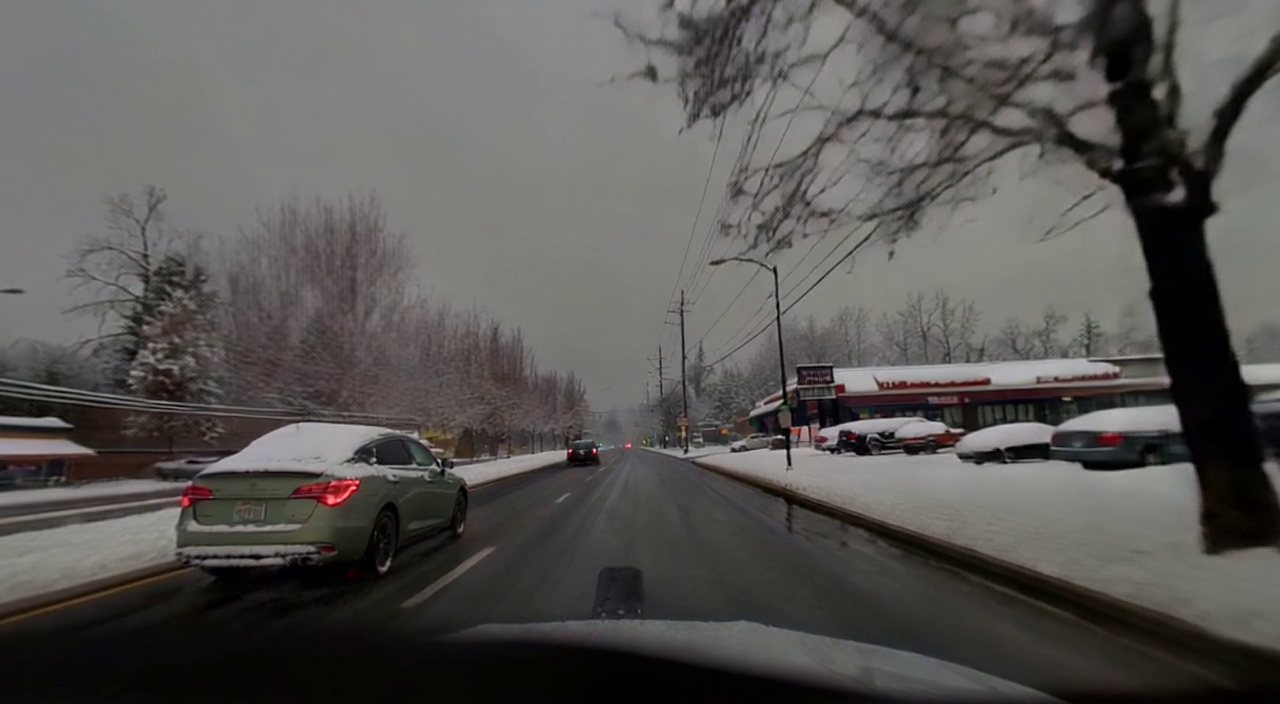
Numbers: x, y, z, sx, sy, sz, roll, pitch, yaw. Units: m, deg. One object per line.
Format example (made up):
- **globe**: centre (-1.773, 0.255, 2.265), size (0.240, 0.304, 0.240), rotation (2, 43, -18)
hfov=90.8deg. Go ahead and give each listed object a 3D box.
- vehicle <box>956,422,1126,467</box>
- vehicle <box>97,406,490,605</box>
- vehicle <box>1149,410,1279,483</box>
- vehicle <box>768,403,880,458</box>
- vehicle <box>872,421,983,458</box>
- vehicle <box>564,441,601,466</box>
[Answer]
- **vehicle**: centre (13.452, 3.136, 21.388), size (4.470, 1.427, 1.872), rotation (0, -9, -2)
- **vehicle**: centre (-3.466, 1.636, 7.662), size (2.126, 1.655, 4.560), rotation (0, -9, 1)
- **vehicle**: centre (13.603, 1.989, 13.376), size (4.161, 1.410, 1.744), rotation (0, -9, -3)
- **vehicle**: centre (12.274, 5.301, 42.570), size (6.427, 3.417, 2.845), rotation (-2, -8, -2)
- **vehicle**: centre (13.327, 4.099, 29.482), size (4.165, 1.650, 1.946), rotation (0, -9, -2)
- **vehicle**: centre (-3.526, 6.318, 39.360), size (1.955, 1.461, 4.396), rotation (0, -9, -1)
